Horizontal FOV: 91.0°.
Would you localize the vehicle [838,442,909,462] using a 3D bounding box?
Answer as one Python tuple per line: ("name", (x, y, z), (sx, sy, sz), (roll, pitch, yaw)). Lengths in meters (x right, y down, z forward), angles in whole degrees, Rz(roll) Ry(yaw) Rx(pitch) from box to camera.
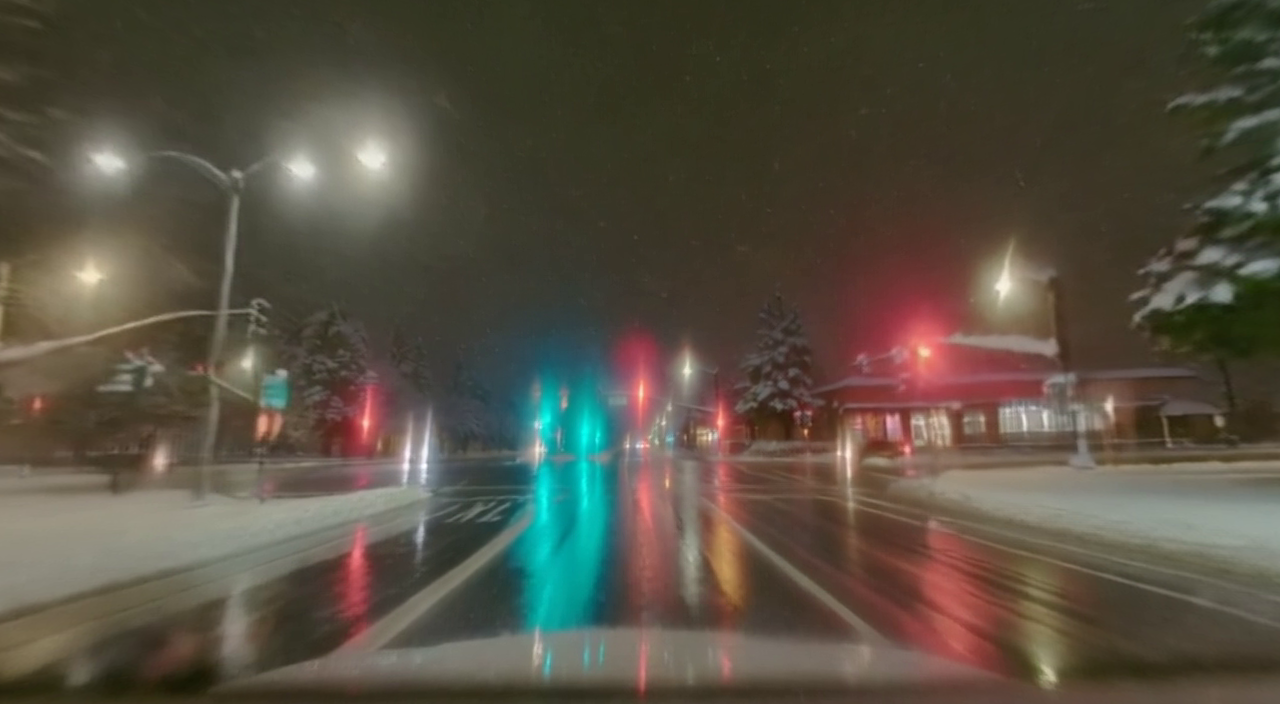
("vehicle", (17.636, 7.552, 47.657), (4.583, 1.426, 1.892), (0, -9, -3))
